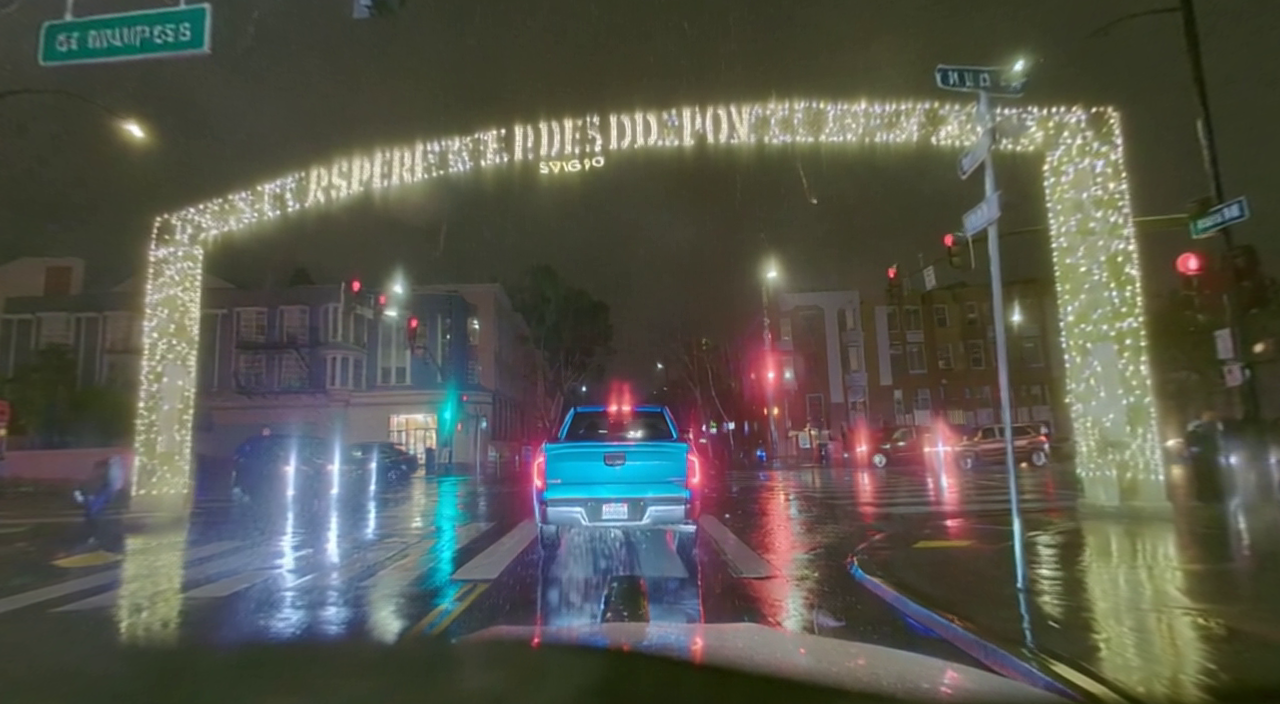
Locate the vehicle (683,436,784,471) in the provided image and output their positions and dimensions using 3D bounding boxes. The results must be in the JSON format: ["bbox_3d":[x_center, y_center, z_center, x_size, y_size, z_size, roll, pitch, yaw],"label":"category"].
[{"bbox_3d":[4.306,4.764,29.643,4.515,1.583,1.920,-1,-8,3],"label":"vehicle"}]

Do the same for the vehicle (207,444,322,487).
[{"bbox_3d":[-18.582,5.617,31.373,4.398,2.057,1.959,0,-8,-2],"label":"vehicle"}]

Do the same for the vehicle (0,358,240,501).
[{"bbox_3d":[-22.322,2.747,22.363,13.729,4.662,3.300,0,-8,0],"label":"vehicle"}]

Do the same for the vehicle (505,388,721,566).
[{"bbox_3d":[-0.460,1.842,10.089,2.477,2.020,5.534,0,-8,-3],"label":"vehicle"}]

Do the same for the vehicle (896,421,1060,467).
[{"bbox_3d":[11.643,3.212,21.931,4.600,1.506,1.878,0,-8,-2],"label":"vehicle"}]

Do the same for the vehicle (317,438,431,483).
[{"bbox_3d":[-13.110,5.354,31.221,4.799,1.909,2.011,-3,-7,3],"label":"vehicle"}]

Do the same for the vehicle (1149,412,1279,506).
[{"bbox_3d":[13.050,2.024,12.333,4.082,1.613,2.211,-3,-12,0],"label":"vehicle"}]
